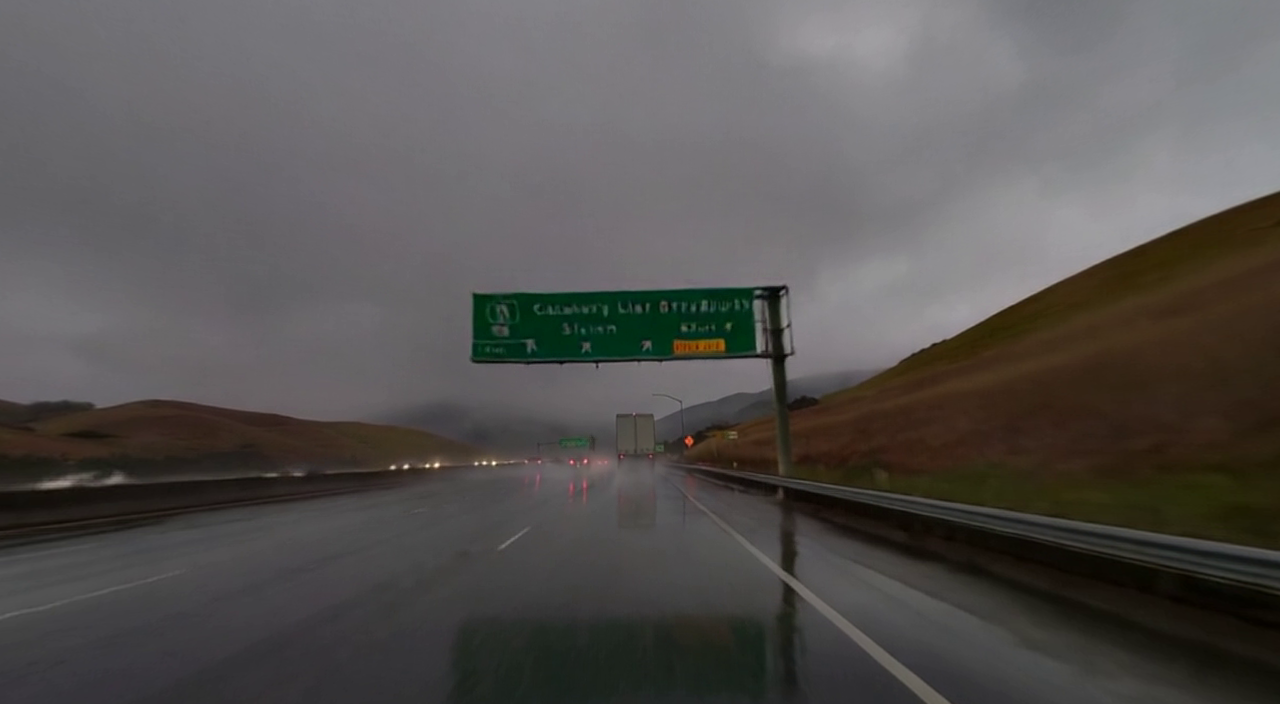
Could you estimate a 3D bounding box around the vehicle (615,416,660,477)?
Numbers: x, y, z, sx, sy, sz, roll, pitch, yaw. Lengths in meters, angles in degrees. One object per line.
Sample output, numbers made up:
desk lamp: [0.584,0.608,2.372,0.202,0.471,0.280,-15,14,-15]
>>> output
vehicle: [-0.110,7.353,48.599,3.039,4.131,11.822,0,-9,1]

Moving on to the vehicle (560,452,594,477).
vehicle: [-4.566,8.228,46.316,2.053,1.746,4.508,0,-9,-1]

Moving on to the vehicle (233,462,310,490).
vehicle: [-21.515,7.236,36.985,1.804,1.495,4.335,0,-9,1]

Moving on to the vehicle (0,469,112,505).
vehicle: [-28.812,6.546,30.872,1.848,1.507,4.500,0,-9,0]
